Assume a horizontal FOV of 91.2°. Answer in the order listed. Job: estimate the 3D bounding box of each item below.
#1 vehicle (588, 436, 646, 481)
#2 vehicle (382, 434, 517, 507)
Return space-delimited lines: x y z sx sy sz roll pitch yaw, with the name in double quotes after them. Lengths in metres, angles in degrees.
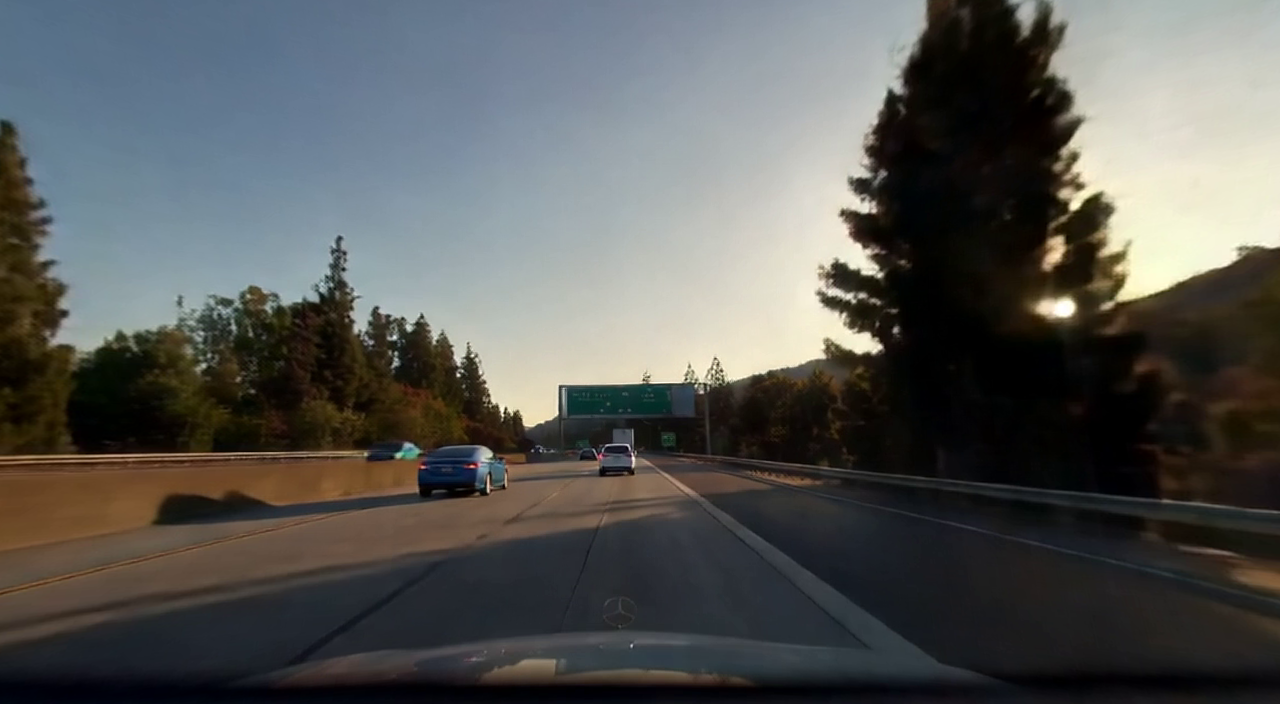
-0.939 4.394 26.050 2.220 1.711 4.056 0 -9 -1 "vehicle"
-4.776 3.042 16.549 2.103 1.588 4.709 -1 -9 0 "vehicle"
